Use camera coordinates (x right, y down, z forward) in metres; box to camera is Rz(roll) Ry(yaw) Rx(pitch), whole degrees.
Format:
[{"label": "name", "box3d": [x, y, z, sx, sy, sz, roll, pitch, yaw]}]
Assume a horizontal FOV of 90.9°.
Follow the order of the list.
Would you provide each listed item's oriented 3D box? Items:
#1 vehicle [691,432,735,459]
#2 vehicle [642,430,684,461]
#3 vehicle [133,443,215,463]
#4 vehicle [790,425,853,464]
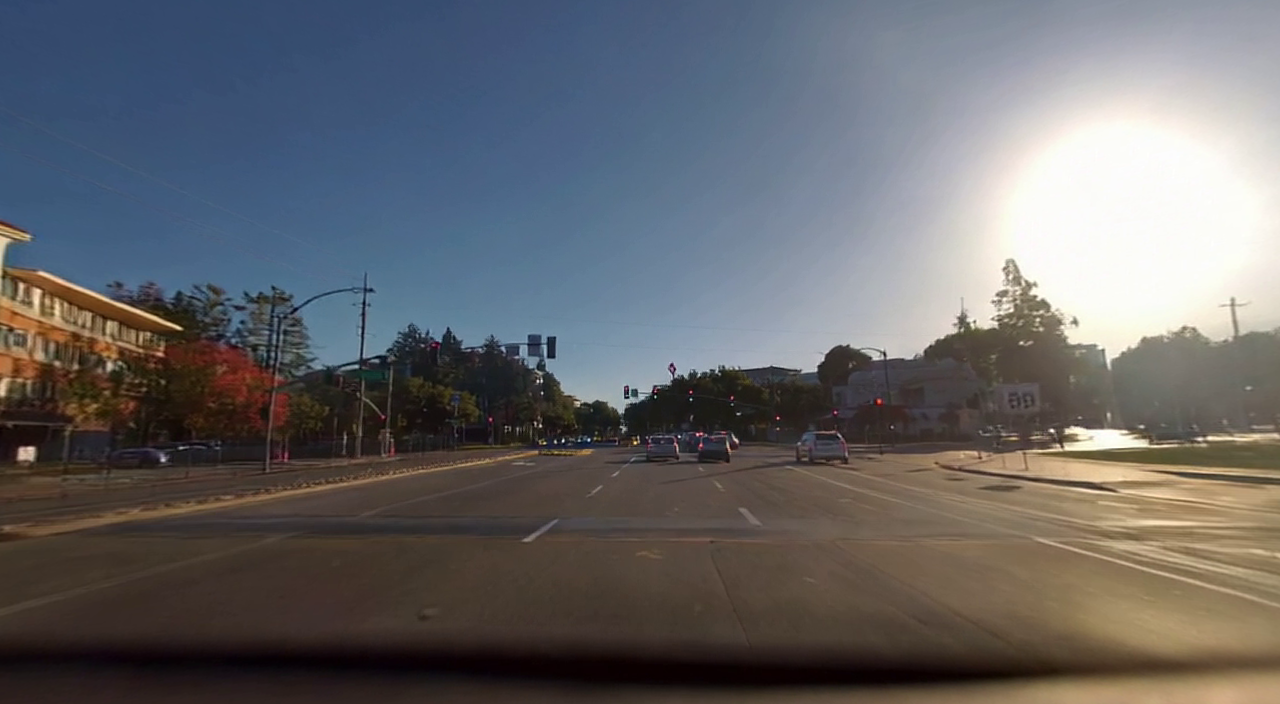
[{"label": "vehicle", "box3d": [4.061, 5.317, 35.765, 1.994, 1.436, 4.169, 0, -8, 0]}, {"label": "vehicle", "box3d": [1.199, 4.994, 33.625, 2.099, 1.516, 4.681, 0, -8, 2]}, {"label": "vehicle", "box3d": [-35.015, 7.584, 47.460, 4.448, 1.422, 1.890, 2, -9, -11]}, {"label": "vehicle", "box3d": [9.454, 4.854, 33.316, 2.132, 1.892, 4.851, -1, -8, 3]}]
